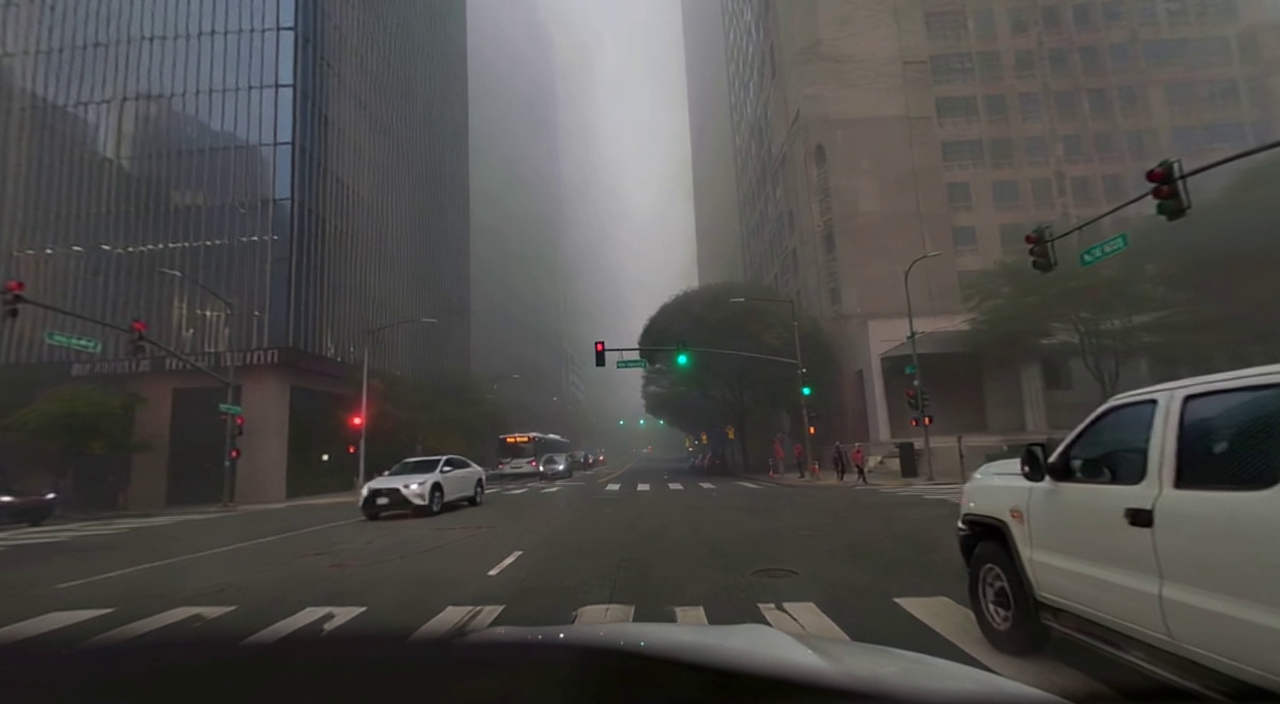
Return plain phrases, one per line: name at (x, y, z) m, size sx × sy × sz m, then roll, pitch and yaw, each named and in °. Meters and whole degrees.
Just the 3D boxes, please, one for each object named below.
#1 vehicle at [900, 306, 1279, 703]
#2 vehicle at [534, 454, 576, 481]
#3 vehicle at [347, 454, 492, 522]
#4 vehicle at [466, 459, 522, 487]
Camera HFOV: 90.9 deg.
vehicle at (3.296, 0.852, 2.707) m, size 2.118 × 1.848 × 5.426 m, roll 0°, pitch -9°, yaw 1°
vehicle at (-5.407, 7.422, 40.707) m, size 1.997 × 1.610 × 4.144 m, roll 0°, pitch -9°, yaw 2°
vehicle at (-5.532, 3.449, 16.637) m, size 1.956 × 1.457 × 4.958 m, roll 0°, pitch -9°, yaw 1°
vehicle at (-8.950, 7.440, 39.046) m, size 2.003 × 1.489 × 4.656 m, roll -1°, pitch -9°, yaw 4°
